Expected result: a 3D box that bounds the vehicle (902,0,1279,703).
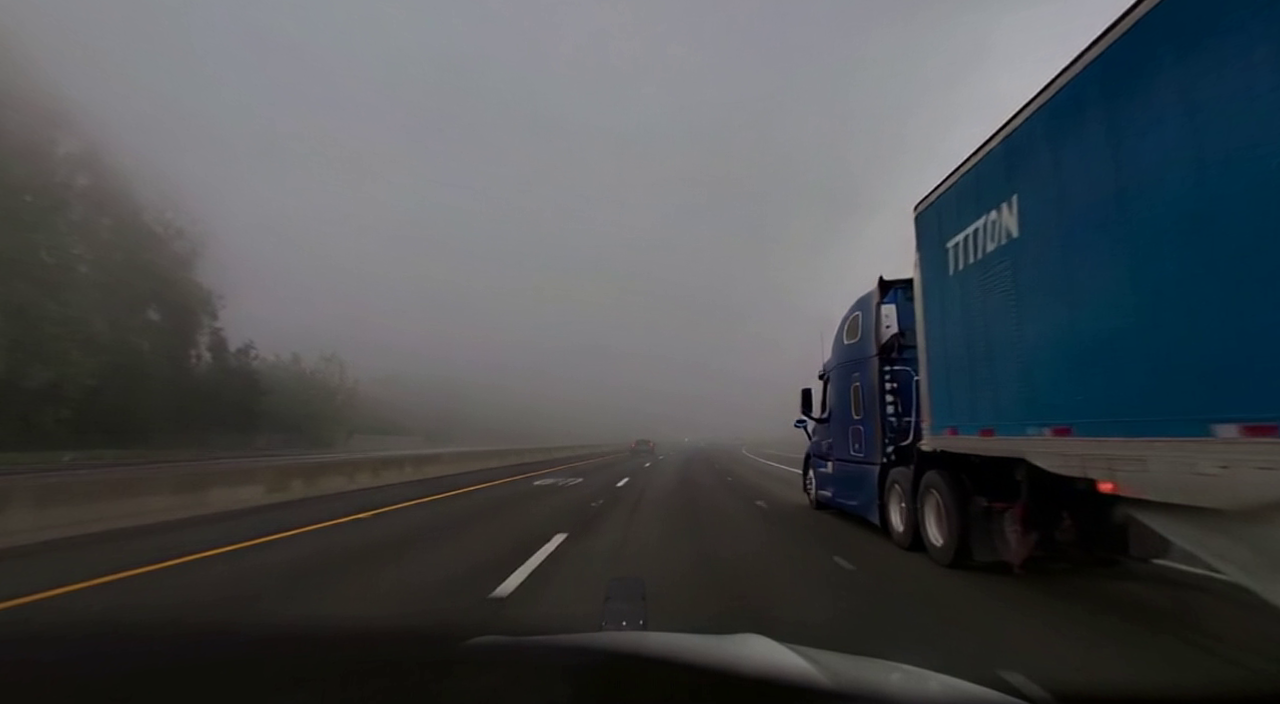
[{"bbox_3d":[4.666,-0.474,1.225,2.792,4.056,13.259,0,-8,1],"label":"vehicle"}]
